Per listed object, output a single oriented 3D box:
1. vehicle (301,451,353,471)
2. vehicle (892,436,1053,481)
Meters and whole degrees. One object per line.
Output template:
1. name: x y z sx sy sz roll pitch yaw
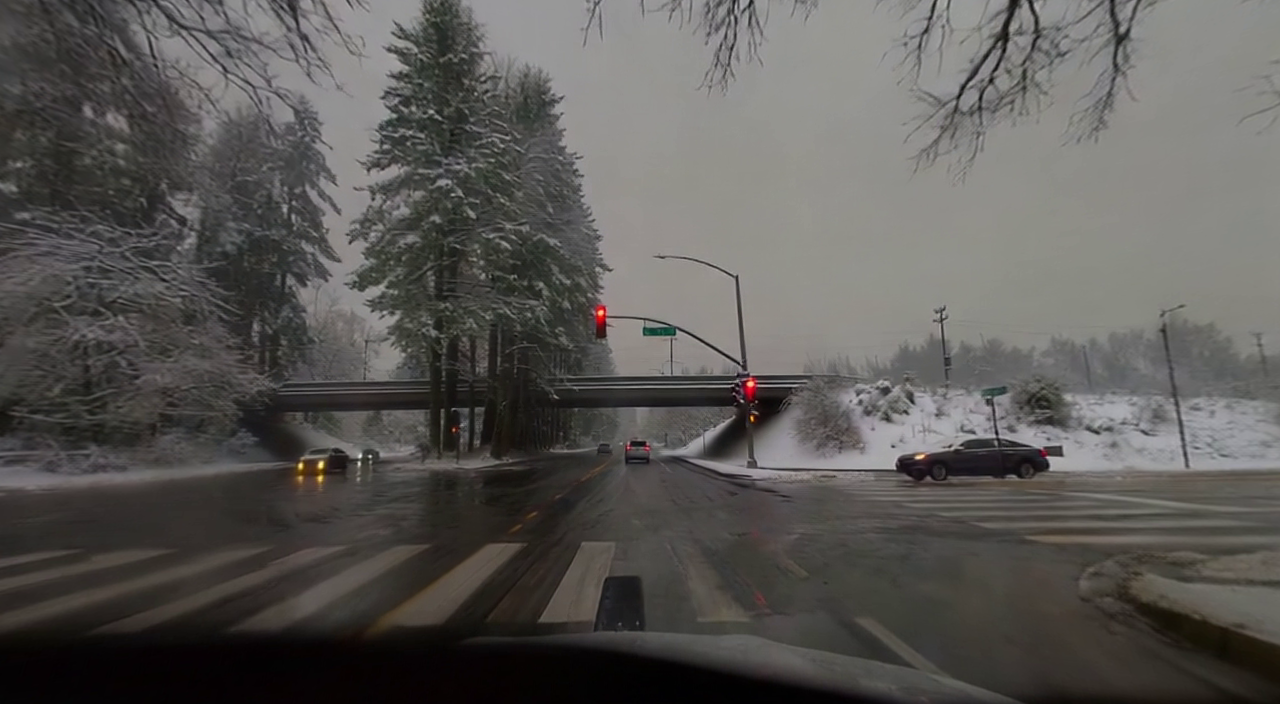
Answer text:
1. vehicle: -24.072 8.371 48.727 1.834 1.482 4.310 0 -9 -1
2. vehicle: 11.517 3.680 22.041 4.691 1.466 1.800 1 -9 -7
